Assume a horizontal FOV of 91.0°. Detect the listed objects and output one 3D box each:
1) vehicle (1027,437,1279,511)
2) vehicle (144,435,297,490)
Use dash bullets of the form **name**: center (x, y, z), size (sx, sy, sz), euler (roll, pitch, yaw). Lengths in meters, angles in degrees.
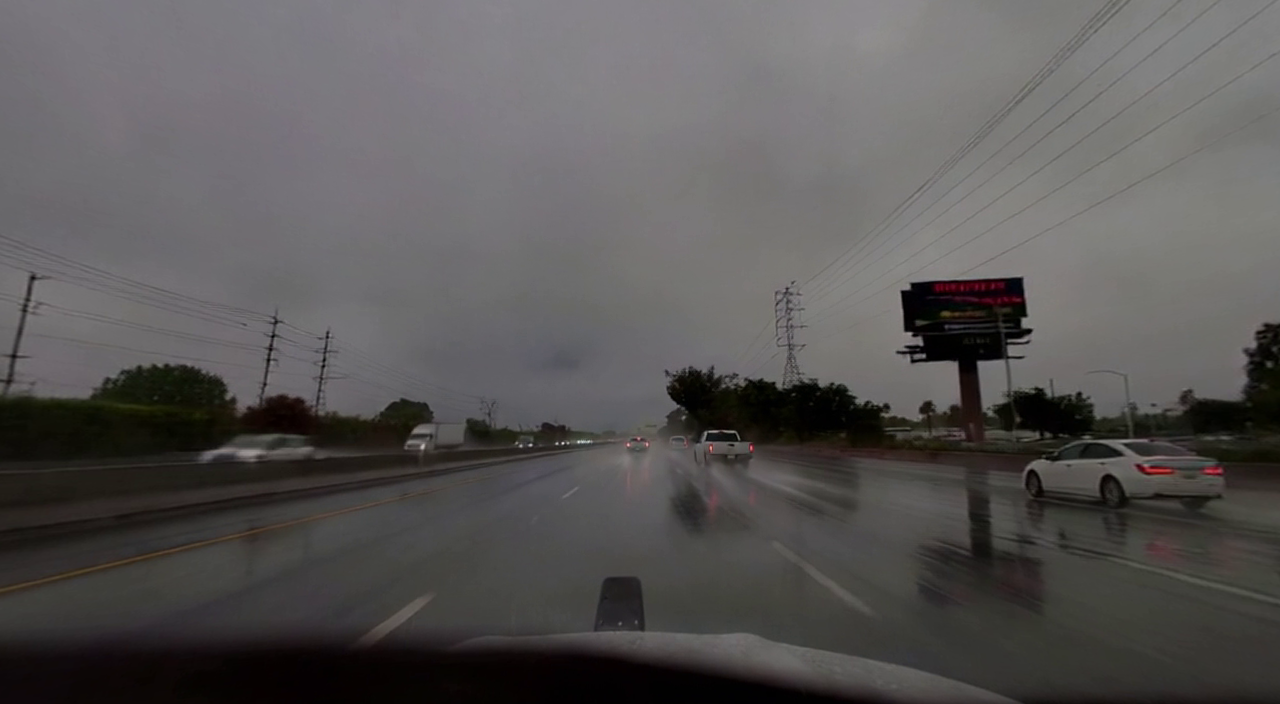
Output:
- **vehicle**: center (11.718, 2.790, 14.953), size (2.076, 1.470, 4.644), euler (0, -9, 0)
- **vehicle**: center (-13.421, 3.543, 20.552), size (1.928, 1.574, 4.428), euler (0, -9, 0)
